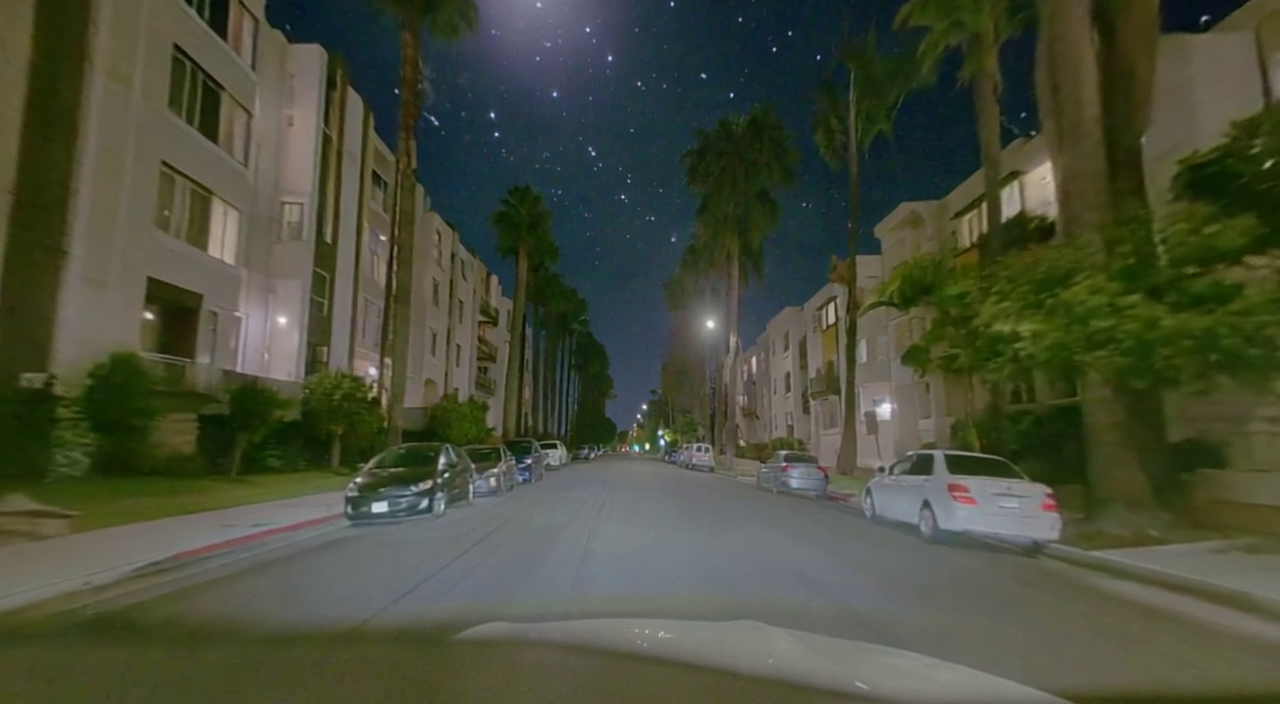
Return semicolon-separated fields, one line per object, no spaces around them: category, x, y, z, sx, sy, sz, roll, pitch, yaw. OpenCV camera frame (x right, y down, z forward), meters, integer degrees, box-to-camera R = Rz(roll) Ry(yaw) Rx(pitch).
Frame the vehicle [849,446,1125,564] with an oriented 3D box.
vehicle;5.448;2.417;10.843;2.121;1.568;4.473;0;-9;-1

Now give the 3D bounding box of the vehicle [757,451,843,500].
vehicle;5.249;4.063;21.199;1.812;1.461;3.575;0;-9;-2

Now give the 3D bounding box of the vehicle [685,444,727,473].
vehicle;4.263;7.004;41.733;1.969;1.782;4.677;1;-9;-4

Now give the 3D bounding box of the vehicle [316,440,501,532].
vehicle;-4.521;2.688;13.324;2.066;1.506;4.719;1;-9;0
